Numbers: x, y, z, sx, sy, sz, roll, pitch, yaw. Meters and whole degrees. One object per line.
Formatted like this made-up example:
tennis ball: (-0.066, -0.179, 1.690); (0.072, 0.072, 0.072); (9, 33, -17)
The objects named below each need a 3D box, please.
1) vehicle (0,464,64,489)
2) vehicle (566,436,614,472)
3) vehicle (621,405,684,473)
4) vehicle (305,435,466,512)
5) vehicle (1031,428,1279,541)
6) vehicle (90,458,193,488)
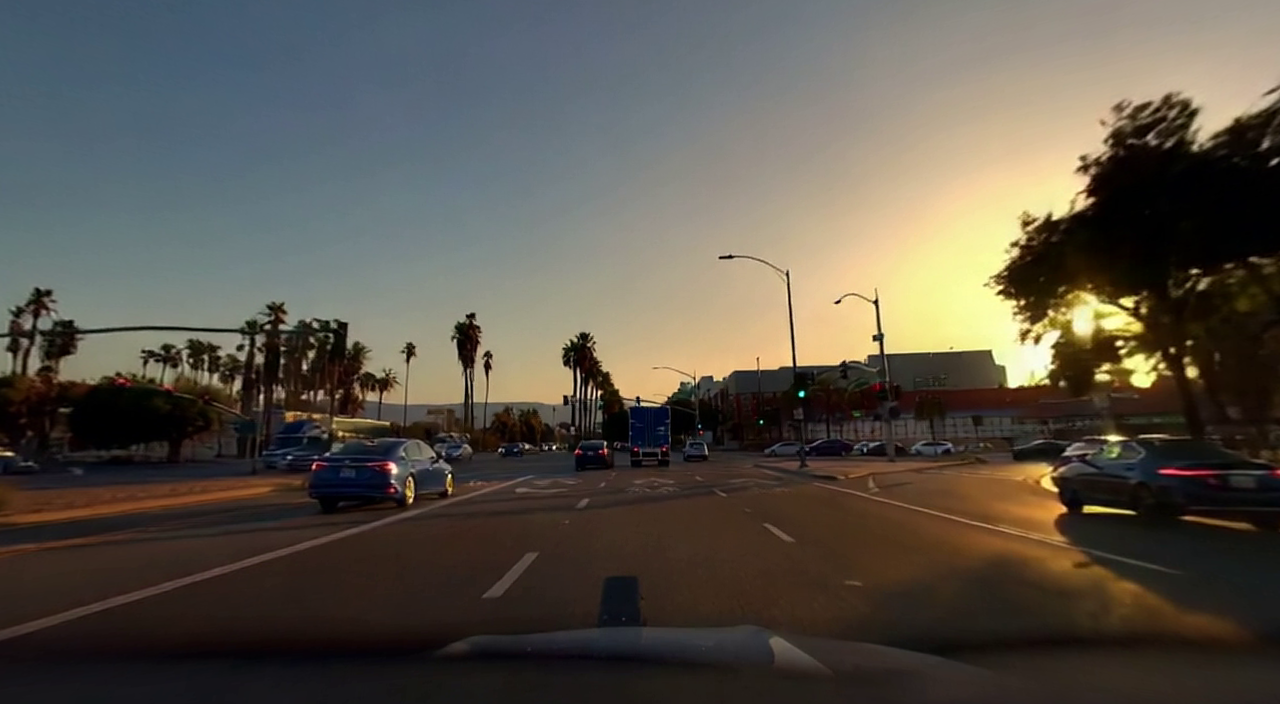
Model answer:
vehicle: (-44.867, 8.946, 45.240); (4.653, 1.744, 2.183); (-1, -9, 5)
vehicle: (-2.718, 5.680, 35.079); (2.178, 1.826, 4.933); (0, -8, 1)
vehicle: (0.681, 4.663, 33.519); (2.993, 3.235, 6.692); (0, -8, 1)
vehicle: (-6.072, 2.936, 15.746); (2.045, 1.630, 4.680); (0, -8, 0)
vehicle: (8.879, 2.112, 10.713); (1.961, 1.502, 4.541); (-1, -9, 8)
vehicle: (-27.833, 6.741, 35.275); (1.969, 1.487, 4.512); (0, -8, 1)
